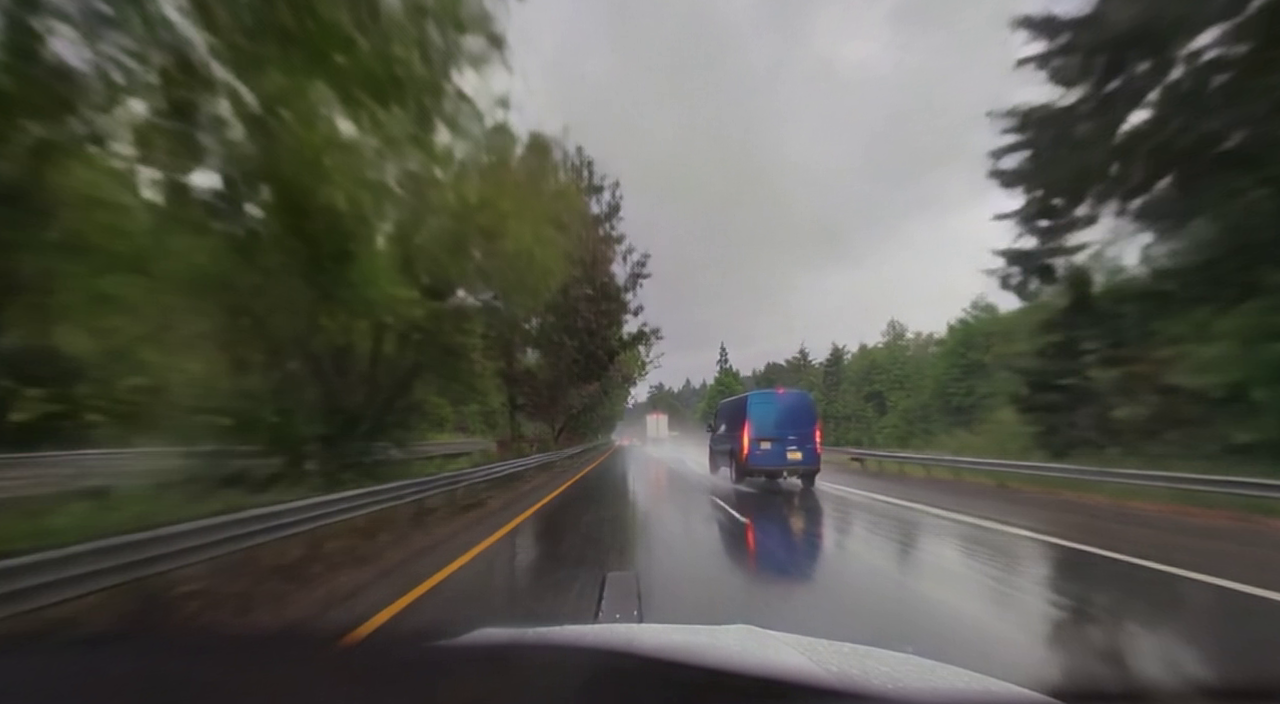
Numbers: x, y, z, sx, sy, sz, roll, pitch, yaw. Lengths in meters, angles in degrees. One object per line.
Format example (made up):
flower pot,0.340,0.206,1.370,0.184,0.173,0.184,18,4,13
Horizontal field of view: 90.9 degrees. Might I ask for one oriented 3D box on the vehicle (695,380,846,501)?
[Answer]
vehicle,3.078,2.309,16.705,2.570,2.596,6.082,0,-8,-1
